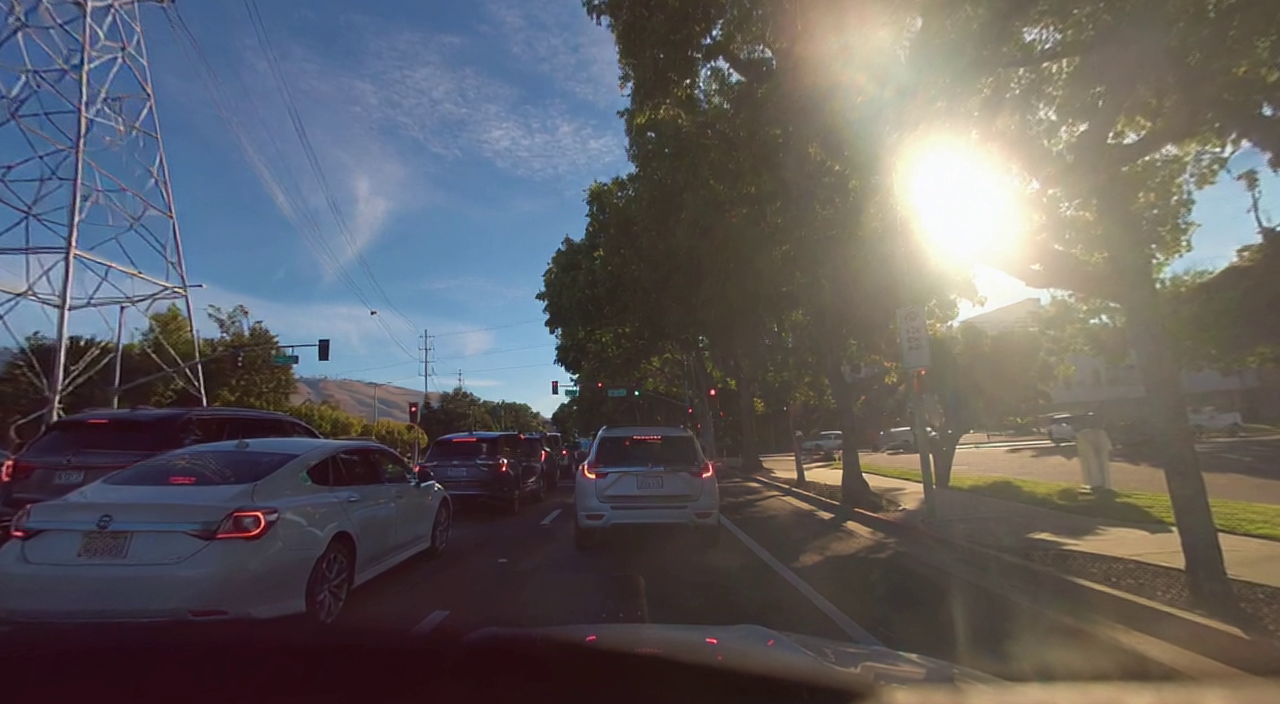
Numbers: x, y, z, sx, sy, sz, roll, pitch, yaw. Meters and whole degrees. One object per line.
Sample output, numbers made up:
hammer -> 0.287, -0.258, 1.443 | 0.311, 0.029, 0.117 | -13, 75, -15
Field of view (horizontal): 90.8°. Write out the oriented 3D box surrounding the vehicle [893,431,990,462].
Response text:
vehicle -> 15.084, 4.741, 31.731 | 3.858, 1.437, 1.899 | 0, -8, -5

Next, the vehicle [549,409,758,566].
vehicle -> 0.086, 1.757, 8.957 | 2.239, 1.661, 4.224 | 0, -8, -2

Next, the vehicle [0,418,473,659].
vehicle -> -3.181, 1.484, 6.214 | 1.973, 1.469, 4.448 | 0, -8, -1

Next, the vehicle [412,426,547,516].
vehicle -> -3.259, 2.492, 13.683 | 1.997, 1.636, 3.760 | 0, -8, -1
